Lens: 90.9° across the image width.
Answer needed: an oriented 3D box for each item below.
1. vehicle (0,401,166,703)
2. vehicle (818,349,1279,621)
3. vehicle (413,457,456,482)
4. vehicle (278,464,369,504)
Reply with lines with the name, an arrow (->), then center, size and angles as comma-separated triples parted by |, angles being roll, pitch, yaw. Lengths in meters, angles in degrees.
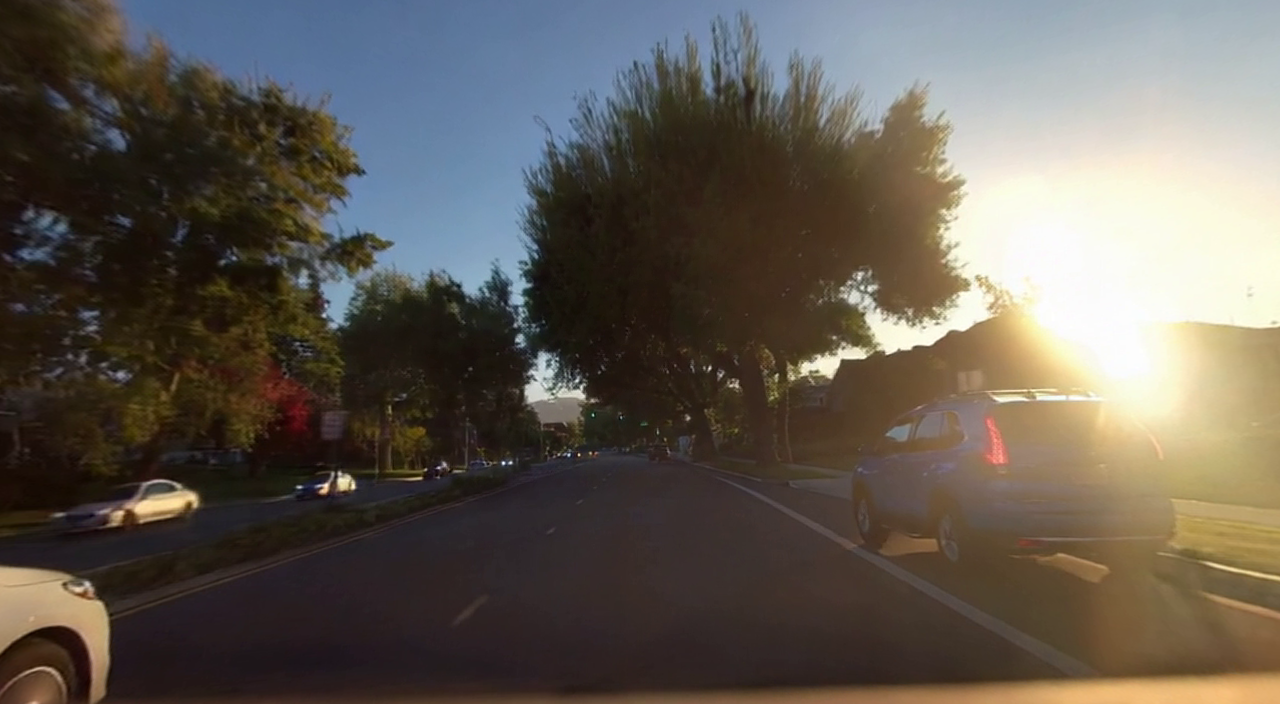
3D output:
vehicle -> -3.679, 0.844, 1.174 | 2.058, 1.659, 4.514 | -1, -9, 0
vehicle -> 4.101, 1.447, 7.753 | 2.338, 2.063, 5.592 | -2, -9, 2
vehicle -> -15.865, 9.048, 48.801 | 2.077, 1.704, 4.602 | -1, -9, -4
vehicle -> -14.559, 6.066, 29.357 | 1.967, 1.512, 4.901 | -1, -9, -3
